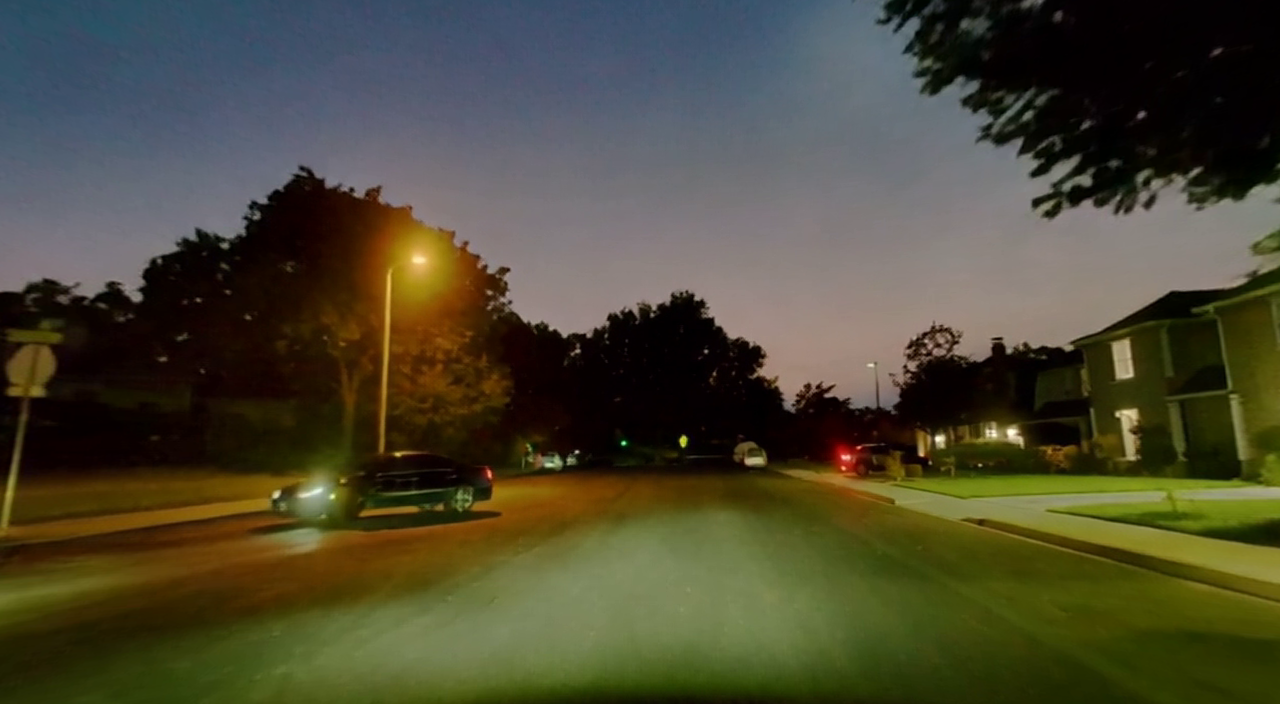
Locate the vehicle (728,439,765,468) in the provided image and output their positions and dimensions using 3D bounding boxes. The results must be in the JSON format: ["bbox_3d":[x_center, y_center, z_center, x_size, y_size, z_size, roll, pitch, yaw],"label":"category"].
[{"bbox_3d":[7.641,7.298,45.631,2.051,1.925,4.625,0,-8,3],"label":"vehicle"}]

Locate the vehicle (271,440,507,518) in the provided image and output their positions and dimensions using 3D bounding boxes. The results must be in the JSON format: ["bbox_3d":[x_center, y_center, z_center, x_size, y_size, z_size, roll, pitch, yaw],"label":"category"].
[{"bbox_3d":[-5.728,2.845,14.669,4.750,1.559,1.928,5,-9,-27],"label":"vehicle"}]

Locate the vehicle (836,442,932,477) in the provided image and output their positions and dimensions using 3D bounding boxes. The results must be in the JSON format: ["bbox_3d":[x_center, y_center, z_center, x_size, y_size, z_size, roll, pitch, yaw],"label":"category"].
[{"bbox_3d":[13.824,6.115,36.043,4.733,1.843,2.005,0,-8,6],"label":"vehicle"}]

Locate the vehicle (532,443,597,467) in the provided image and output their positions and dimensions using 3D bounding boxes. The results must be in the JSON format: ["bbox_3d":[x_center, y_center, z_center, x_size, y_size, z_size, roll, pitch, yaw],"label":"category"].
[{"bbox_3d":[-5.833,7.977,49.186,4.620,1.695,2.004,4,-11,-34],"label":"vehicle"}]
